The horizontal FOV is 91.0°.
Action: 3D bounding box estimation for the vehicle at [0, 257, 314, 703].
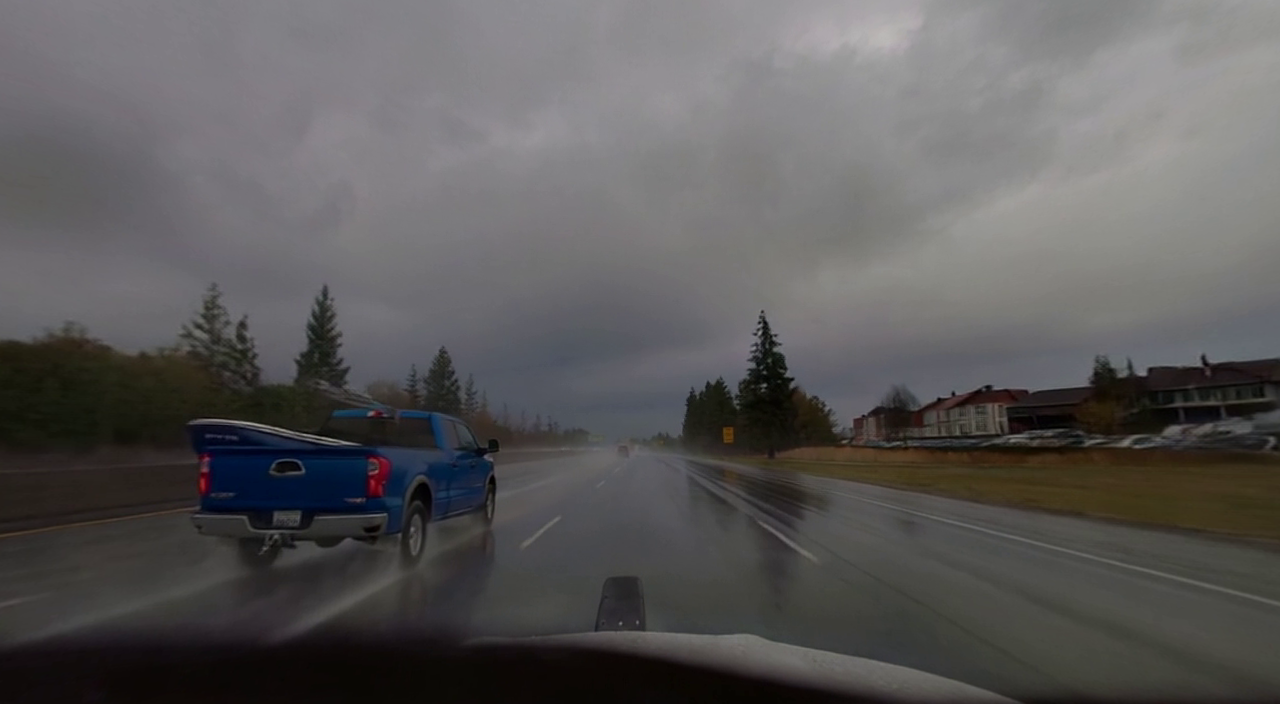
[{"bbox_3d":[-3.031,0.528,1.081,1.919,1.935,5.609,0,-8,0],"label":"vehicle"}]
